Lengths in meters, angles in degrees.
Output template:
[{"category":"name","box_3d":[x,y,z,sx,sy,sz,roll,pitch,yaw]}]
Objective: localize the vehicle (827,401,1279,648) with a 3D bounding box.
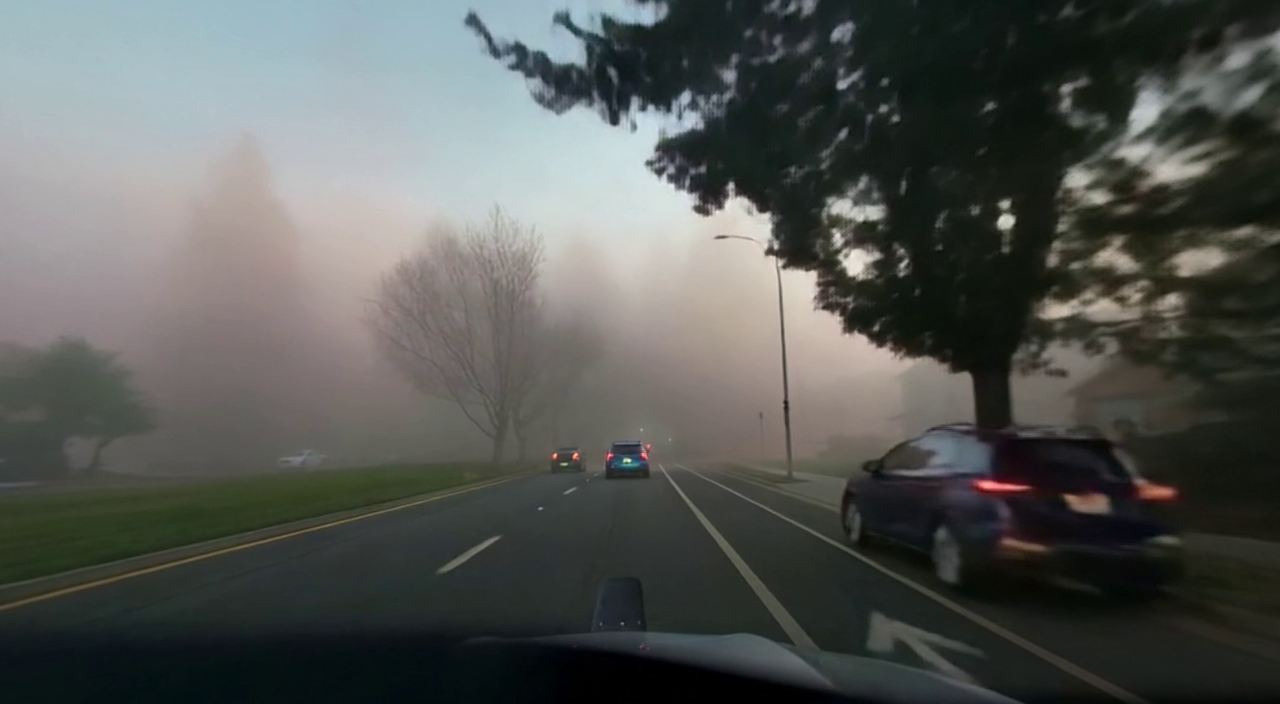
[{"category":"vehicle","box_3d":[3.878,1.577,6.874,2.332,1.769,4.518,0,-8,1]}]

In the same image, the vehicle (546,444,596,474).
[{"category":"vehicle","box_3d":[-3.489,5.493,32.604,2.032,1.433,4.458,0,-8,1]}]

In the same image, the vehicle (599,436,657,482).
[{"category":"vehicle","box_3d":[-0.466,4.383,26.060,2.220,1.742,4.047,0,-8,0]}]
